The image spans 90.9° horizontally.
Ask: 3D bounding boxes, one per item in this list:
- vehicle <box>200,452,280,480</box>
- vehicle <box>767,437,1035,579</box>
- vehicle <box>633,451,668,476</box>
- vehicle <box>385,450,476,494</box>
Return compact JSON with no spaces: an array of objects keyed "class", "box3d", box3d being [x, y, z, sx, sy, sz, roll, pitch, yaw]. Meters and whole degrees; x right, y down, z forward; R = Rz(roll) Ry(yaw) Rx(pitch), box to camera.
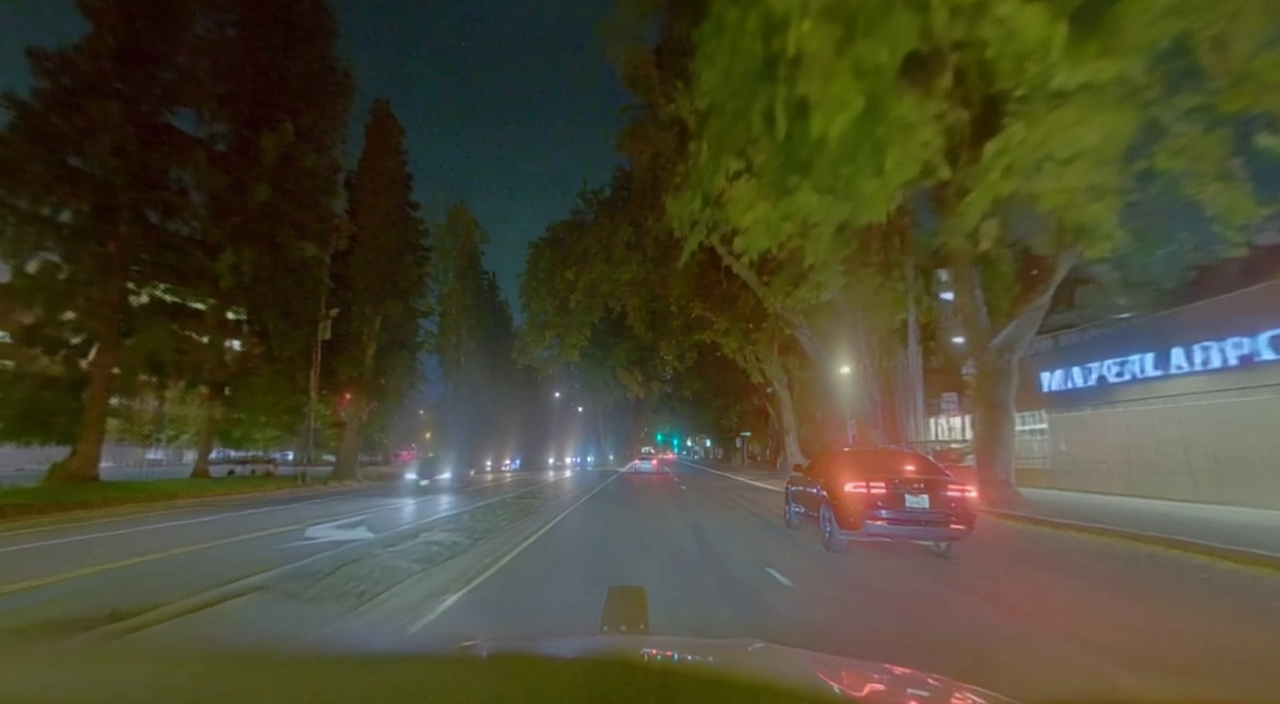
[{"class":"vehicle","box3d":[-26.466,7.542,41.952,1.913,1.678,5.017,0,-8,1]},{"class":"vehicle","box3d":[3.216,1.978,8.854,1.989,1.498,4.050,0,-8,0]},{"class":"vehicle","box3d":[0.594,6.465,36.679,1.945,1.343,3.827,0,-8,0]},{"class":"vehicle","box3d":[-8.042,4.612,24.650,1.958,1.487,4.451,0,-8,1]}]
